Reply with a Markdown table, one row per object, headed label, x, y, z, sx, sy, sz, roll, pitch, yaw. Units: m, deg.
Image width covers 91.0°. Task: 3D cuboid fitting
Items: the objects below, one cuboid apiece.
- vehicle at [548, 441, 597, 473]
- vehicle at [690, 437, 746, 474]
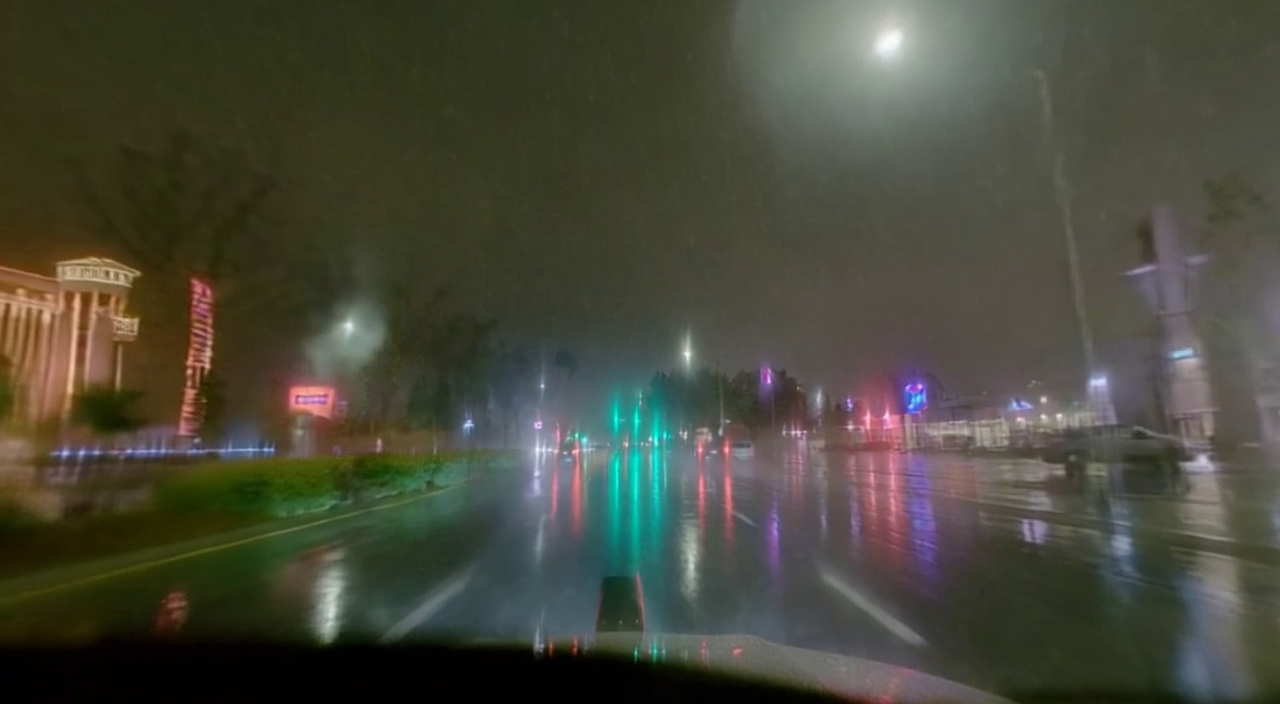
| label | x | y | z | sx | sy | sz | roll | pitch | yaw |
| --- | --- | --- | --- | --- | --- | --- | --- | --- | --- |
| vehicle | -3.302 | 5.174 | 31.390 | 2.005 | 1.477 | 4.169 | 0 | -8 | 0 |
| vehicle | 3.833 | 5.168 | 31.650 | 2.083 | 1.743 | 4.354 | 0 | -8 | -2 |
